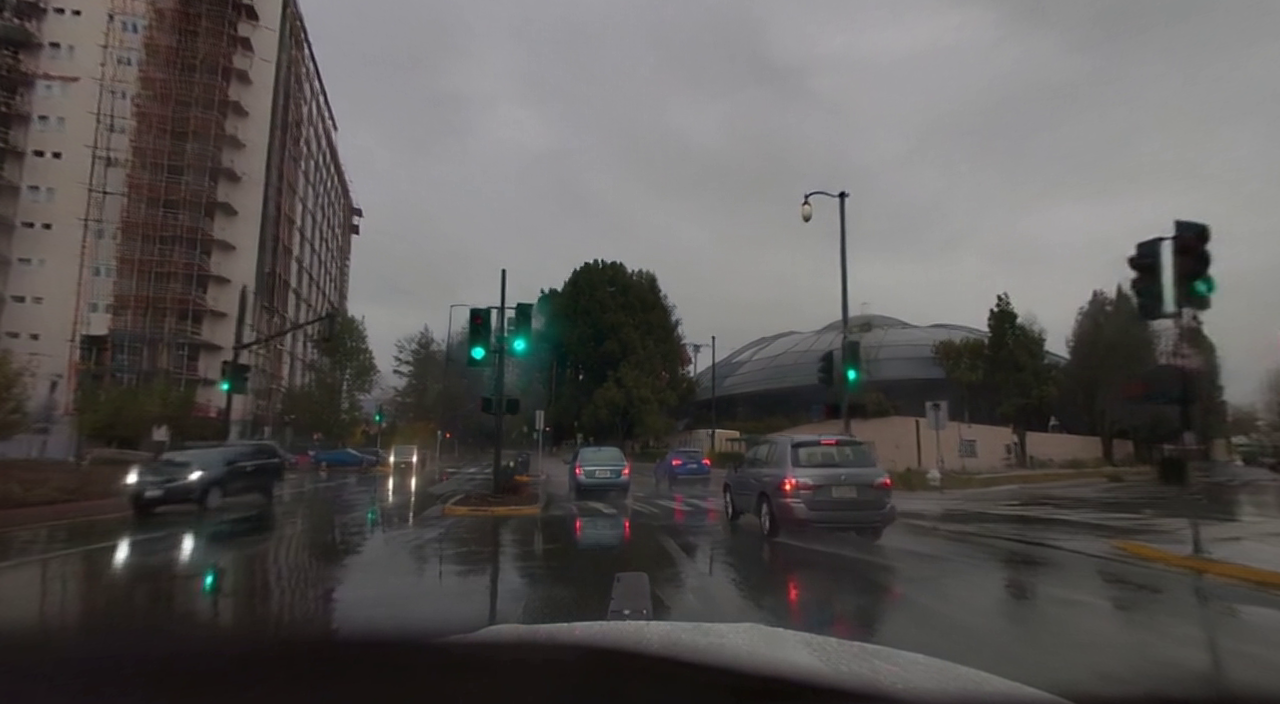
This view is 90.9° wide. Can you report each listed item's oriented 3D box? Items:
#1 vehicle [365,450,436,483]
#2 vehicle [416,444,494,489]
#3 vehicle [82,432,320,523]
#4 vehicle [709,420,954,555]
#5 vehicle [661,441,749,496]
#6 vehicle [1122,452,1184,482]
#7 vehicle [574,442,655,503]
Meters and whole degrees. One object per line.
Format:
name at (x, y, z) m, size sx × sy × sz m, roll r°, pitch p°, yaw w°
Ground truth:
vehicle at (-11.456, 5.486, 30.522) m, size 2.013 × 1.466 × 4.430 m, roll 1°, pitch -9°, yaw -5°
vehicle at (-7.373, 4.603, 25.567) m, size 2.092 × 1.629 × 4.133 m, roll 0°, pitch -9°, yaw -3°
vehicle at (-9.562, 2.762, 14.390) m, size 2.303 × 1.692 × 4.571 m, roll 0°, pitch -9°, yaw -4°
vehicle at (2.863, 2.197, 10.968) m, size 2.320 × 1.772 × 4.872 m, roll 1°, pitch -9°, yaw -6°
vehicle at (2.154, 4.051, 22.302) m, size 2.103 × 1.710 × 4.396 m, roll 1°, pitch -9°, yaw -7°
vehicle at (32.355, 7.238, 39.928) m, size 2.094 × 1.750 × 5.139 m, roll -5°, pitch -10°, yaw 29°
vehicle at (-0.895, 3.587, 19.135) m, size 2.132 × 1.632 × 3.889 m, roll 1°, pitch -9°, yaw -7°
